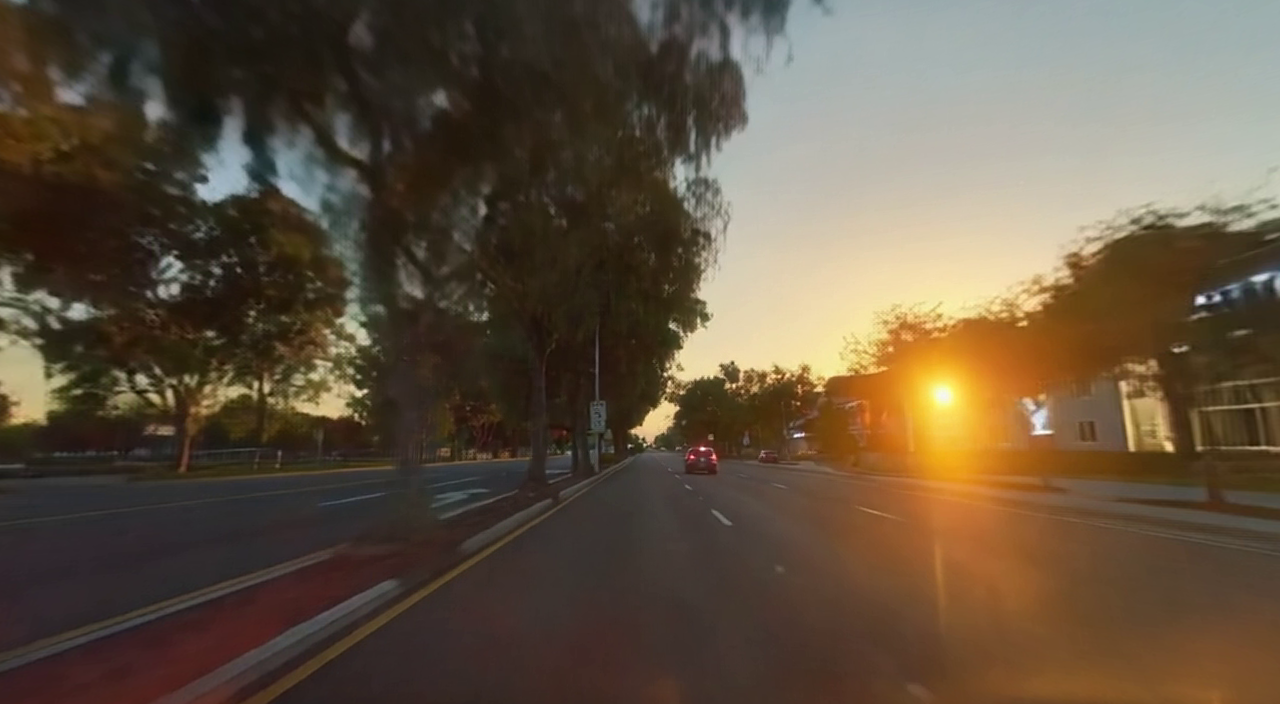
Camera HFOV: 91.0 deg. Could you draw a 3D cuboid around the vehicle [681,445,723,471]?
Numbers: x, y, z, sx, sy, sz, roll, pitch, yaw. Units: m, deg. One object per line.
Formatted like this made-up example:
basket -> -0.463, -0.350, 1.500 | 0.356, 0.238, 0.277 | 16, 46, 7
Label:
vehicle -> 3.674, 6.385, 38.135 | 2.015, 1.479, 4.444 | 0, -9, -1
